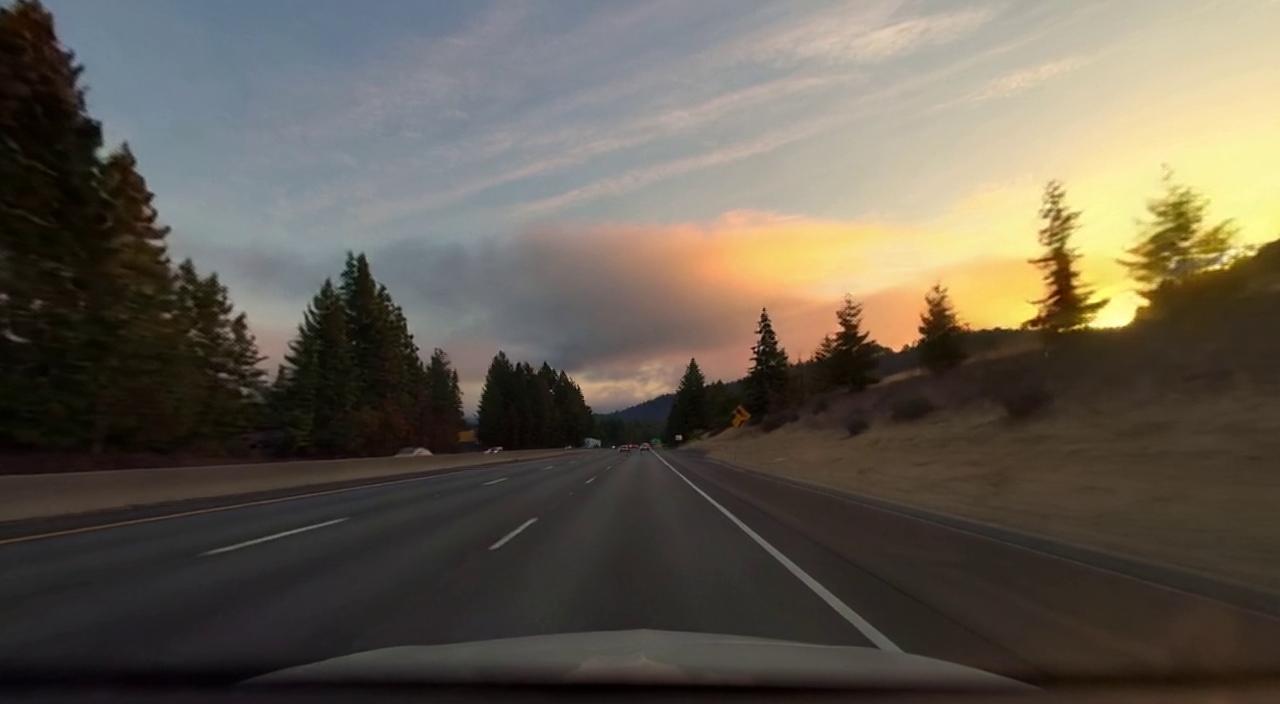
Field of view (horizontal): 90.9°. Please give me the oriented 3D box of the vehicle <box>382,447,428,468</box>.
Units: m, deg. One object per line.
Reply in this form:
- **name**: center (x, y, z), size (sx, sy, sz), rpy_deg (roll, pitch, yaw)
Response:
- **vehicle**: center (-17.463, 7.832, 47.113), size (1.785, 1.450, 4.263), rpy_deg (0, -8, 0)
